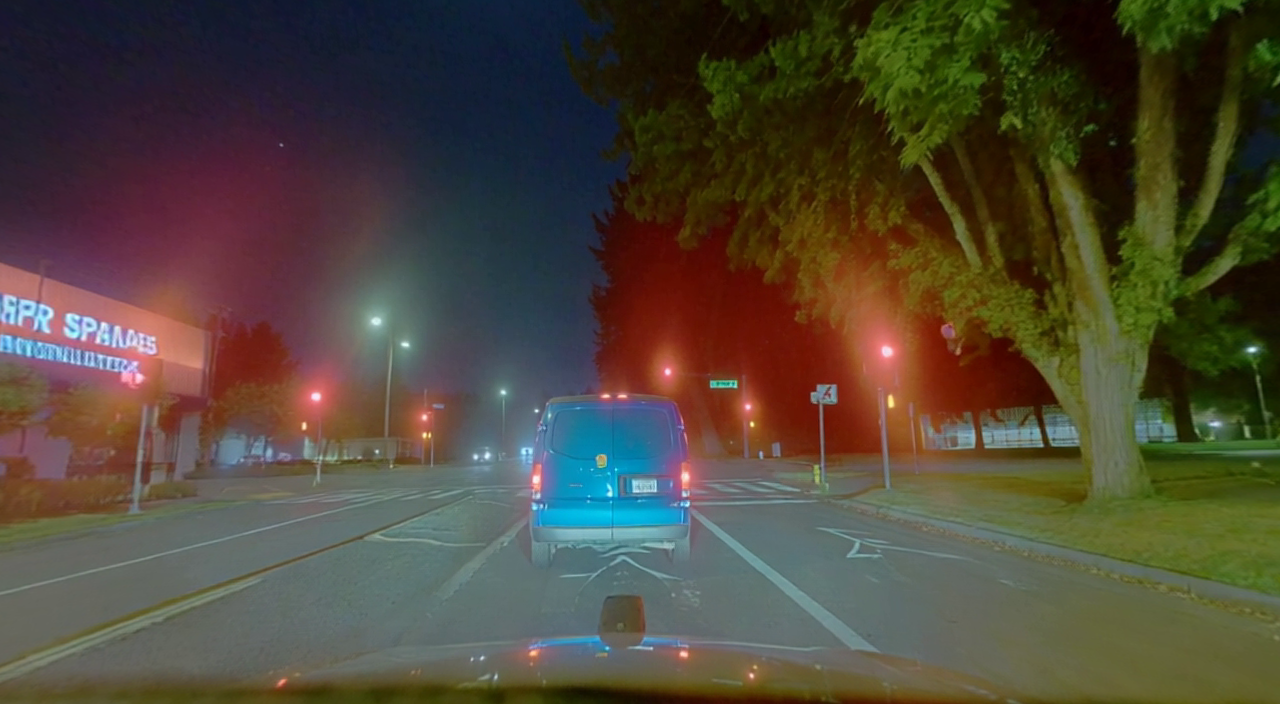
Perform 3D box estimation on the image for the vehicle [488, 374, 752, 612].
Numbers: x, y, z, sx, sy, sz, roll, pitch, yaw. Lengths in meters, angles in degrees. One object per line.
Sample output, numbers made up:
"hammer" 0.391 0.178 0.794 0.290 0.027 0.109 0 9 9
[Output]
"vehicle" -0.293 1.467 7.295 2.181 1.949 3.932 1 -9 -4
